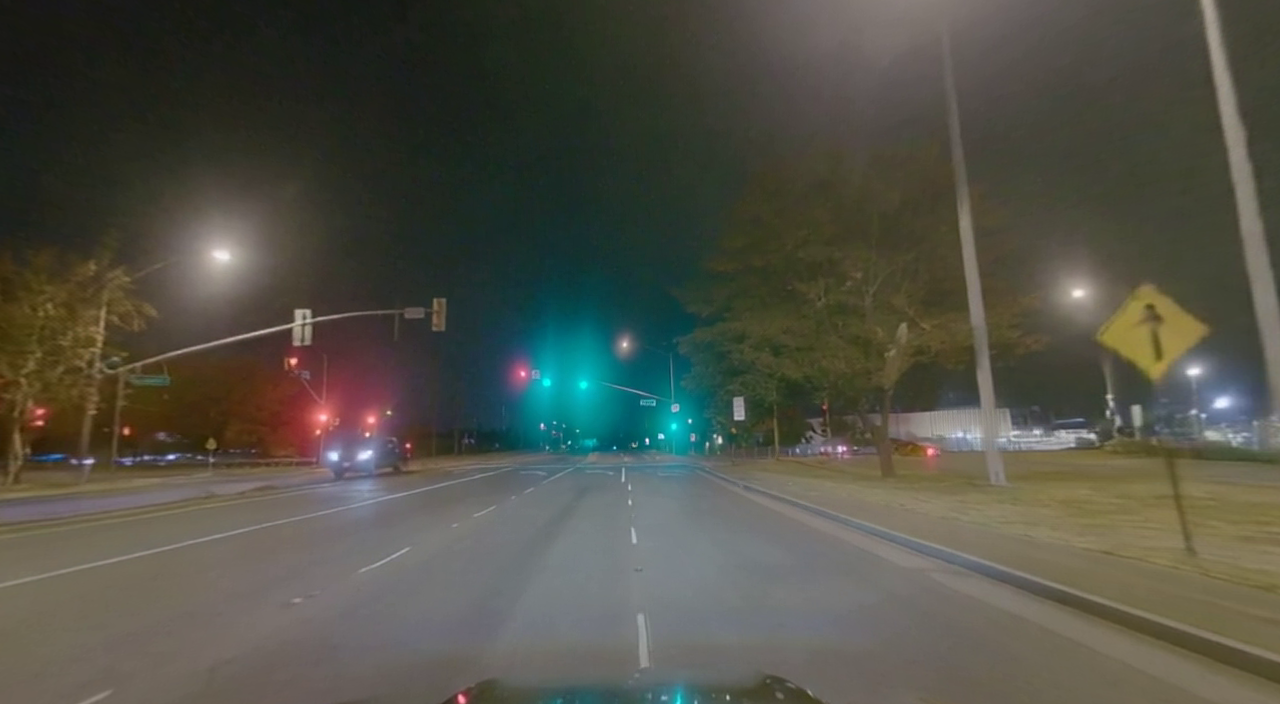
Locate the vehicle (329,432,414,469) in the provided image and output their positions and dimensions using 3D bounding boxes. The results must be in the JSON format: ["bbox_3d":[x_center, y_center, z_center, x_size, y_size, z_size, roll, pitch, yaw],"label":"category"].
[{"bbox_3d":[-15.084,5.590,35.823,2.437,1.910,5.780,0,-9,-2],"label":"vehicle"}]
